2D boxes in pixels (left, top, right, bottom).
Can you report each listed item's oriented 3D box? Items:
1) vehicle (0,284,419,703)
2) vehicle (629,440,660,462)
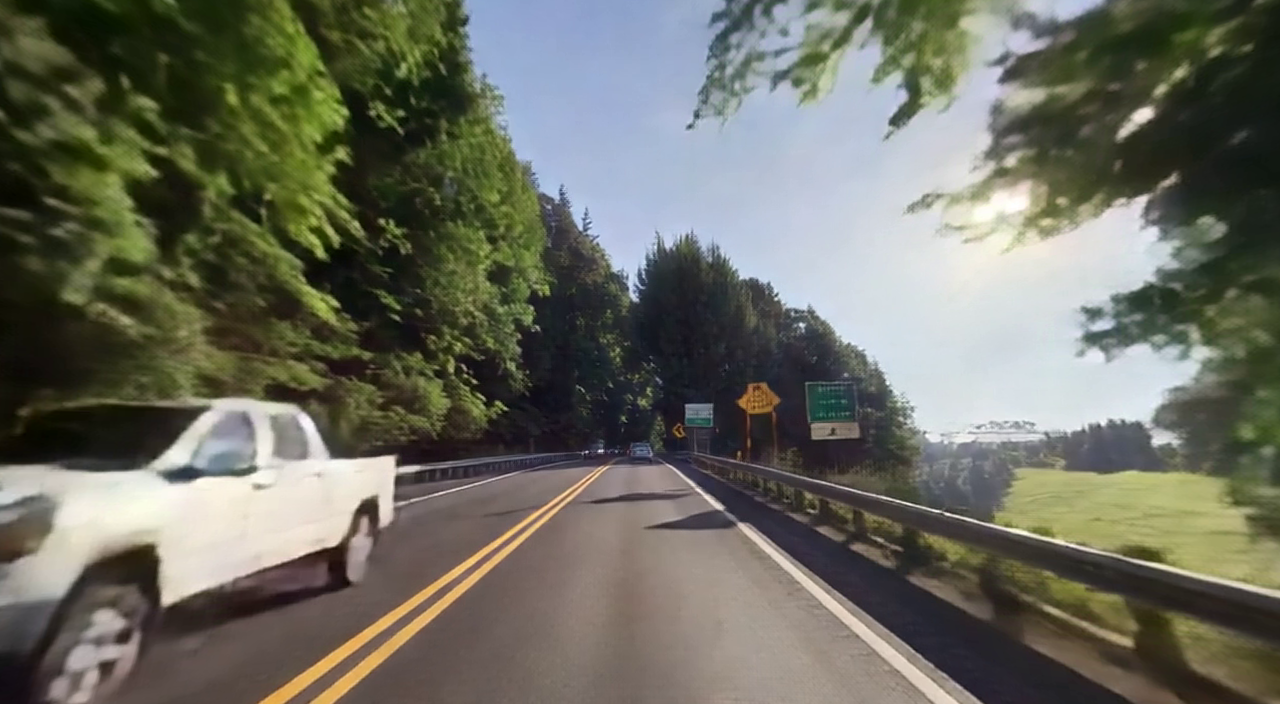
[{"bbox_3d":[-3.987,1.096,4.871,2.441,2.113,5.738,0,-9,0],"label":"vehicle"},{"bbox_3d":[0.302,6.955,44.353,2.067,1.486,3.861,0,-9,0],"label":"vehicle"}]
